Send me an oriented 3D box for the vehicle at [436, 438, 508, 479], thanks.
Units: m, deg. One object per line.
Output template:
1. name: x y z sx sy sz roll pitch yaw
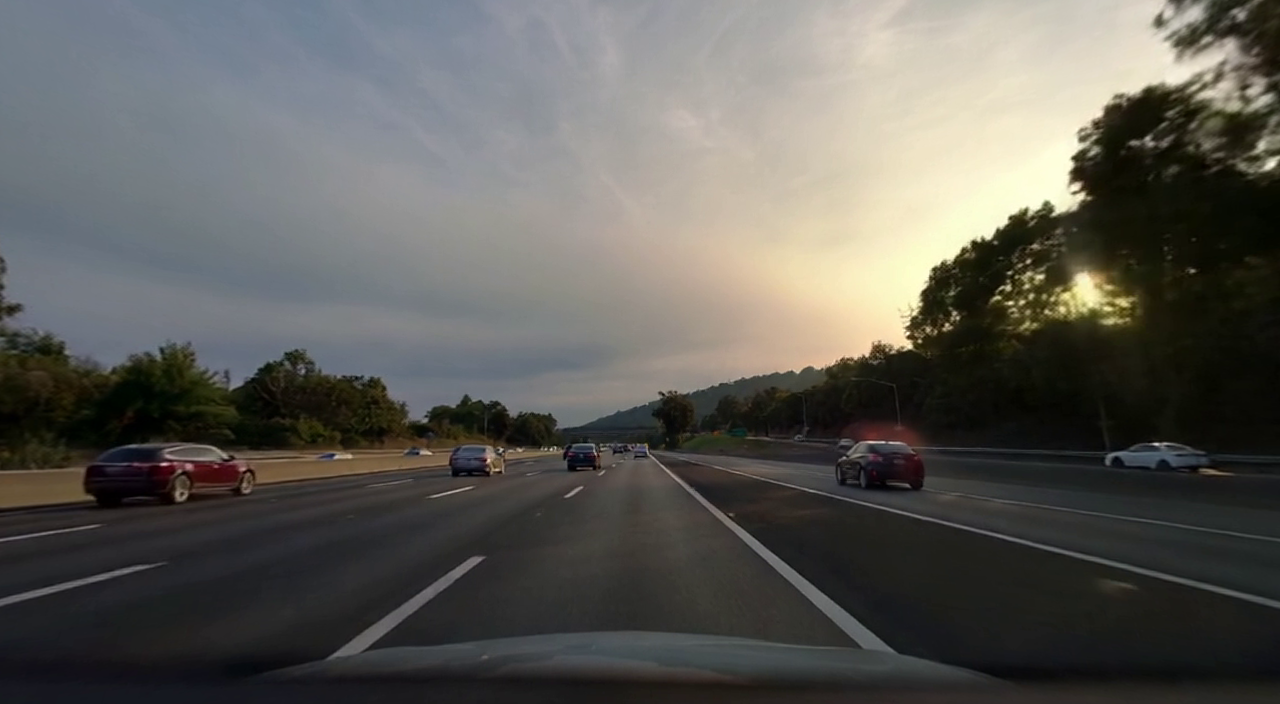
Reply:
1. vehicle: -7.672 4.919 29.269 2.087 1.755 4.457 0 -9 0

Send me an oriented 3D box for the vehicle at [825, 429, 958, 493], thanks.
1. vehicle: 8.062 3.559 20.833 2.259 1.816 4.862 1 -9 -2

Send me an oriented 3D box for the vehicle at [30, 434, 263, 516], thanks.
1. vehicle: -11.275 2.813 14.905 1.958 1.633 4.302 0 -9 0

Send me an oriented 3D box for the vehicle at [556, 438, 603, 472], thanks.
1. vehicle: -3.643 6.340 39.014 2.288 1.962 5.119 0 -9 2

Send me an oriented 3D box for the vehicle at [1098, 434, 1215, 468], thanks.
1. vehicle: 28.076 5.423 34.514 2.051 1.728 4.927 1 -9 -2
